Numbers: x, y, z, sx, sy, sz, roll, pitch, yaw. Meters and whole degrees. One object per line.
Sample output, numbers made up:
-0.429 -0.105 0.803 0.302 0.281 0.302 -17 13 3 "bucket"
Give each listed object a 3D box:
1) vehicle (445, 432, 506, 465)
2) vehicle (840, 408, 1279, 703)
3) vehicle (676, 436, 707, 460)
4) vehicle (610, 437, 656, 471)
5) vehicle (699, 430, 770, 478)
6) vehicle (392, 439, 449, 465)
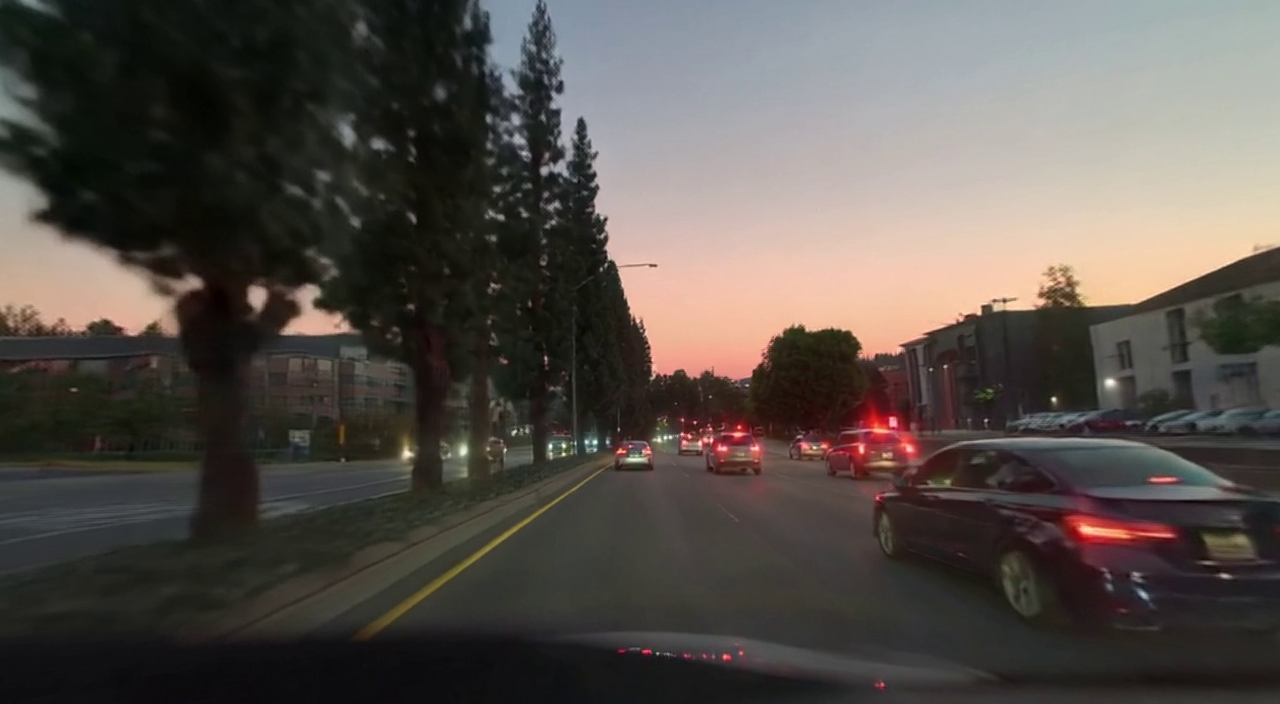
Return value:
-8.169 4.851 31.596 1.939 1.574 3.820 0 -9 1 "vehicle"
3.413 1.351 5.220 2.010 1.490 4.639 0 -9 1 "vehicle"
3.893 7.357 48.019 1.982 1.709 4.427 0 -9 -1 "vehicle"
-0.307 4.954 30.625 2.111 1.506 4.018 0 -9 0 "vehicle"
3.674 4.064 25.201 2.130 1.718 4.310 0 -9 0 "vehicle"
-15.218 6.961 43.862 2.054 1.669 5.220 0 -9 0 "vehicle"
